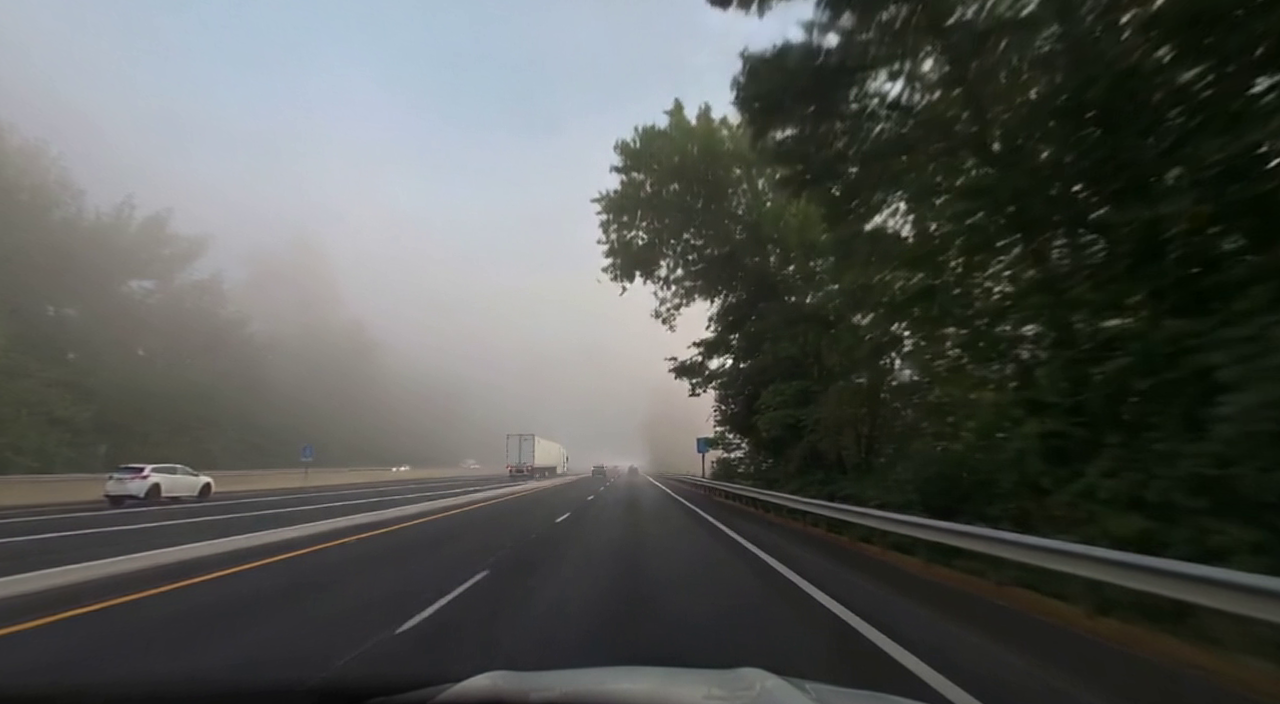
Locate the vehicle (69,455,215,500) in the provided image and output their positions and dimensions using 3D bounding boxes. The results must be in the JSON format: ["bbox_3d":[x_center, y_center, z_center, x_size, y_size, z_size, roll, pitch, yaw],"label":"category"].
[{"bbox_3d":[-18.050,4.571,23.145,1.745,1.430,4.252,0,-10,2],"label":"vehicle"}]
